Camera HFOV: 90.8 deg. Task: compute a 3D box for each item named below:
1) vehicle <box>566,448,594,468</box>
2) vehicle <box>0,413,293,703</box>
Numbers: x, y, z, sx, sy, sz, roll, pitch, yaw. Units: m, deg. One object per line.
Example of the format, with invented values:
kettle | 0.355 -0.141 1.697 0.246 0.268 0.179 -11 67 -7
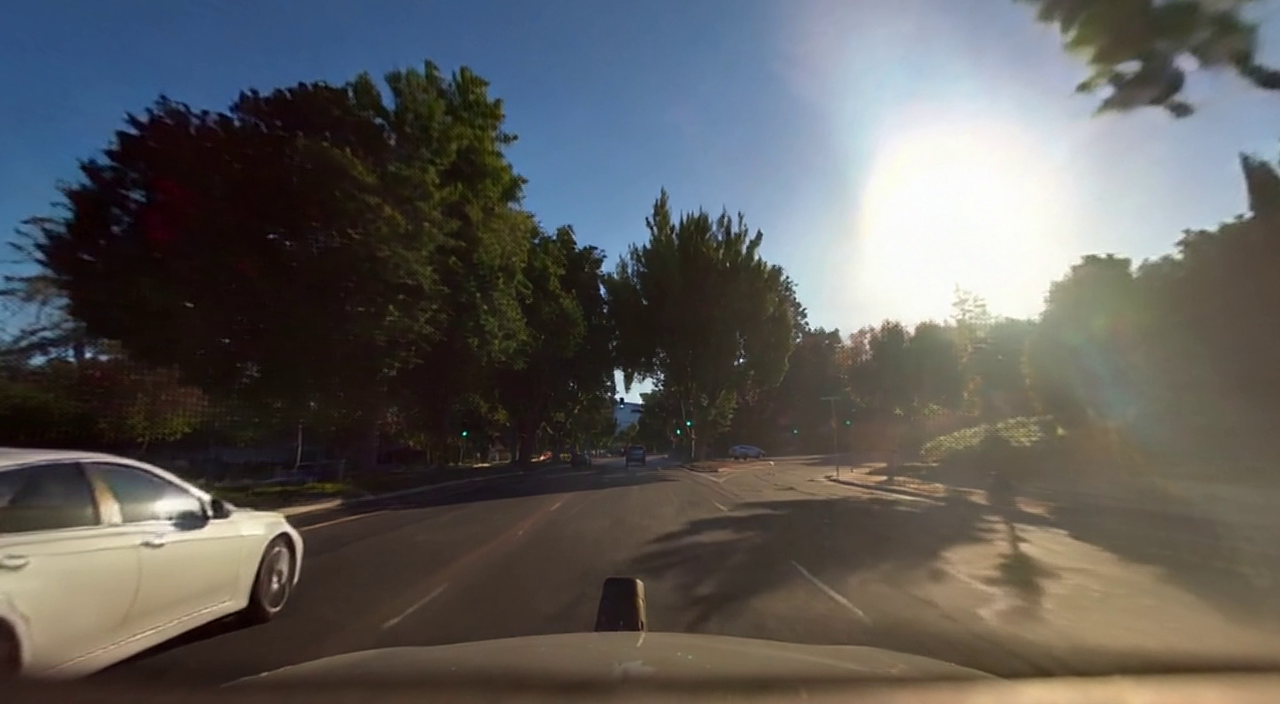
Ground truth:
vehicle | -4.527 8.024 47.860 1.674 1.408 4.141 0 -8 1
vehicle | -3.779 1.011 2.791 1.968 1.459 4.433 0 -8 0
